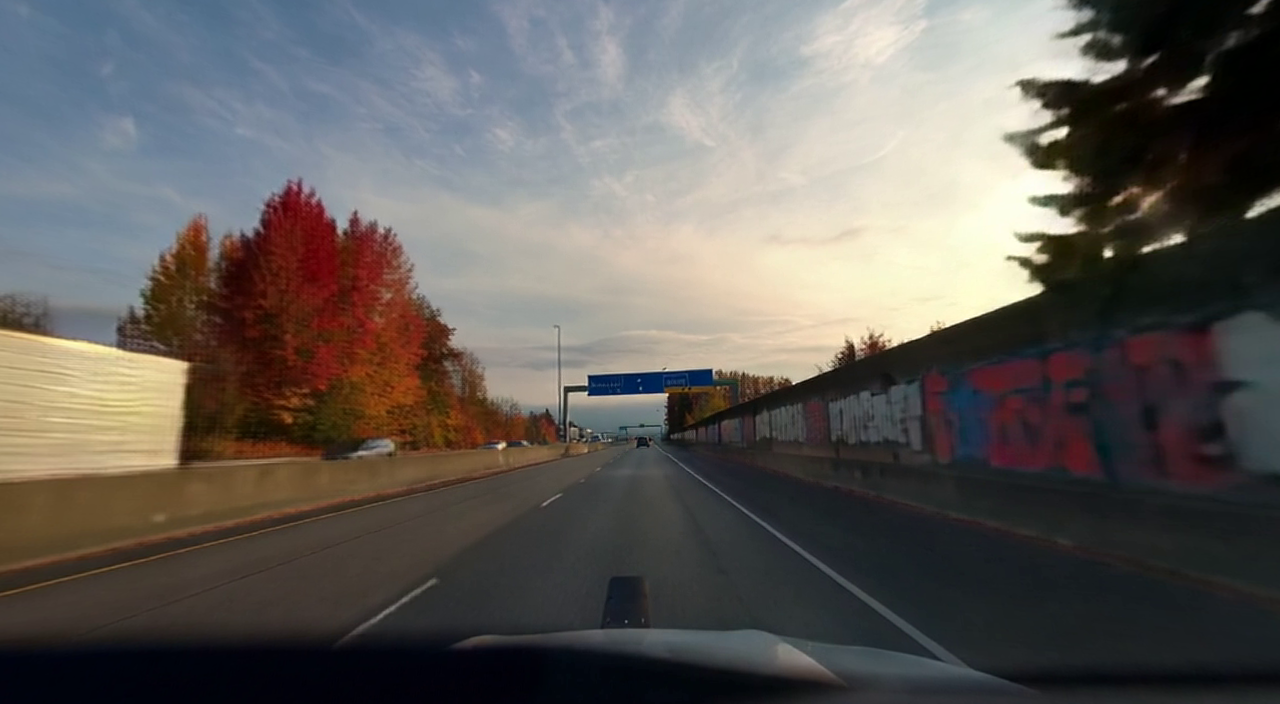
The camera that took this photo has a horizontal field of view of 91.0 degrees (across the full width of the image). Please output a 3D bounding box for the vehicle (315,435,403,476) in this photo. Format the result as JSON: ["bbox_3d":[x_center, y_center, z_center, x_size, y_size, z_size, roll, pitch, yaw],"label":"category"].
[{"bbox_3d":[-14.365,5.301,32.539,2.078,1.922,5.241,0,-8,0],"label":"vehicle"}]

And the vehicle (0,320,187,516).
[{"bbox_3d":[-14.770,1.122,11.297,2.934,4.031,13.776,0,-8,0],"label":"vehicle"}]
